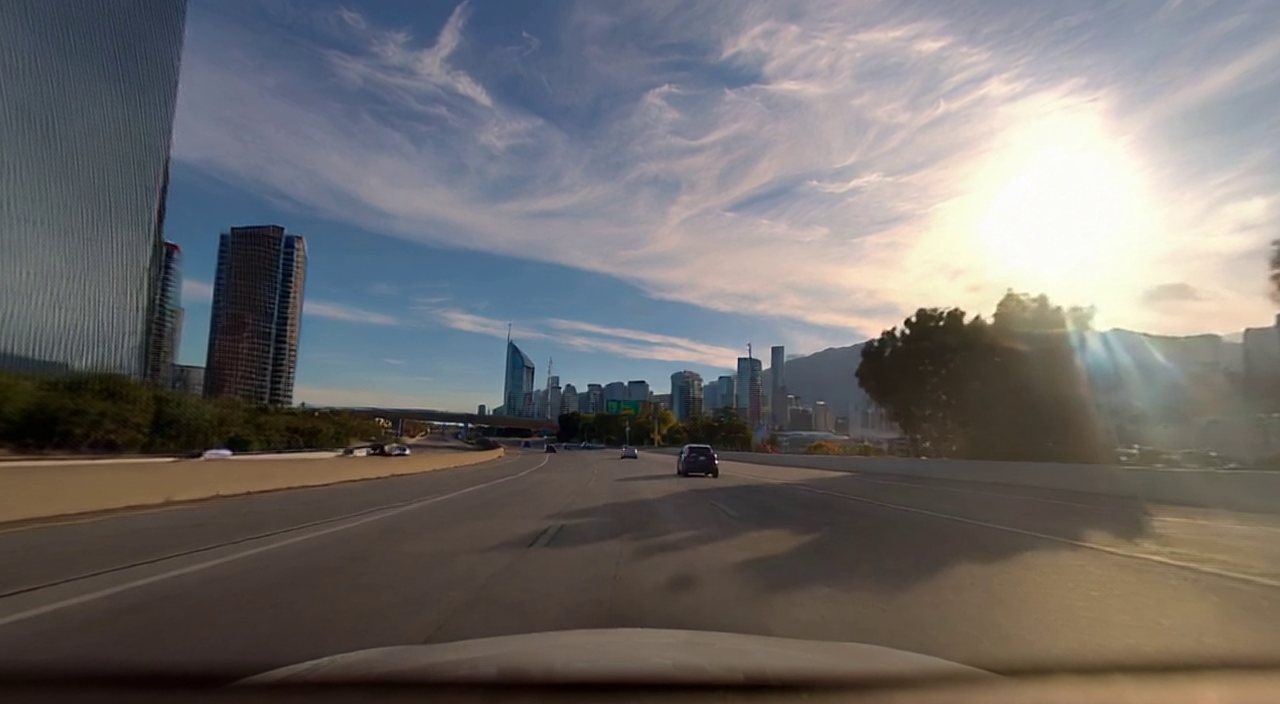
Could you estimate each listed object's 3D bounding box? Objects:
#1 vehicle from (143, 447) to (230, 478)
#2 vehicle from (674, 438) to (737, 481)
[{"bbox_3d":[-25.995,6.331,36.458,1.914,1.650,4.384,0,-8,-3],"label":"vehicle"},{"bbox_3d":[2.931,4.938,29.326,2.110,1.780,4.682,0,-8,-4],"label":"vehicle"}]
